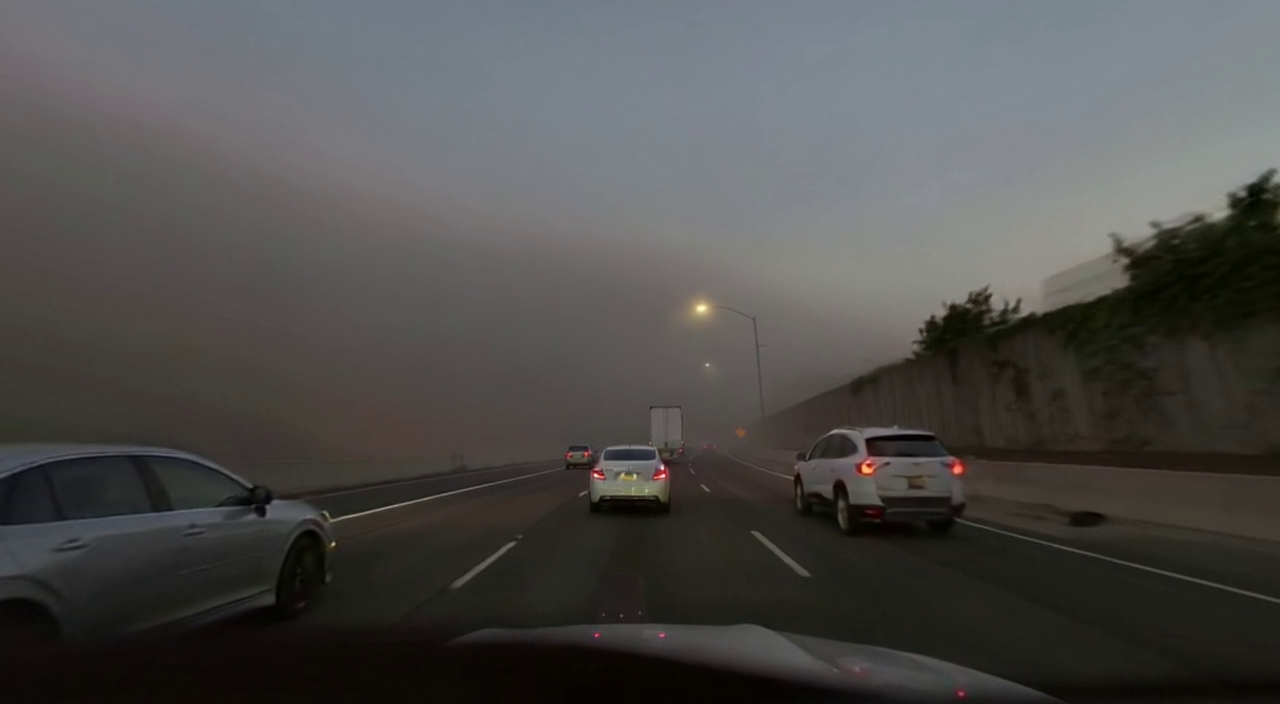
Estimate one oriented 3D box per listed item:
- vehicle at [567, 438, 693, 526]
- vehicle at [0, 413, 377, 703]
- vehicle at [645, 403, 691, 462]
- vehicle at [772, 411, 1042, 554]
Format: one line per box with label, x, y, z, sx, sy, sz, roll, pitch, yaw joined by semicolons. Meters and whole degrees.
vehicle;-0.145;2.520;12.785;2.136;1.470;3.971;-1;-9;1
vehicle;-3.731;1.163;3.676;2.130;1.474;5.027;-1;-9;1
vehicle;2.379;6.486;49.963;2.990;4.072;10.706;-1;-9;5
vehicle;3.647;1.901;9.844;2.166;1.666;4.618;0;-9;0
